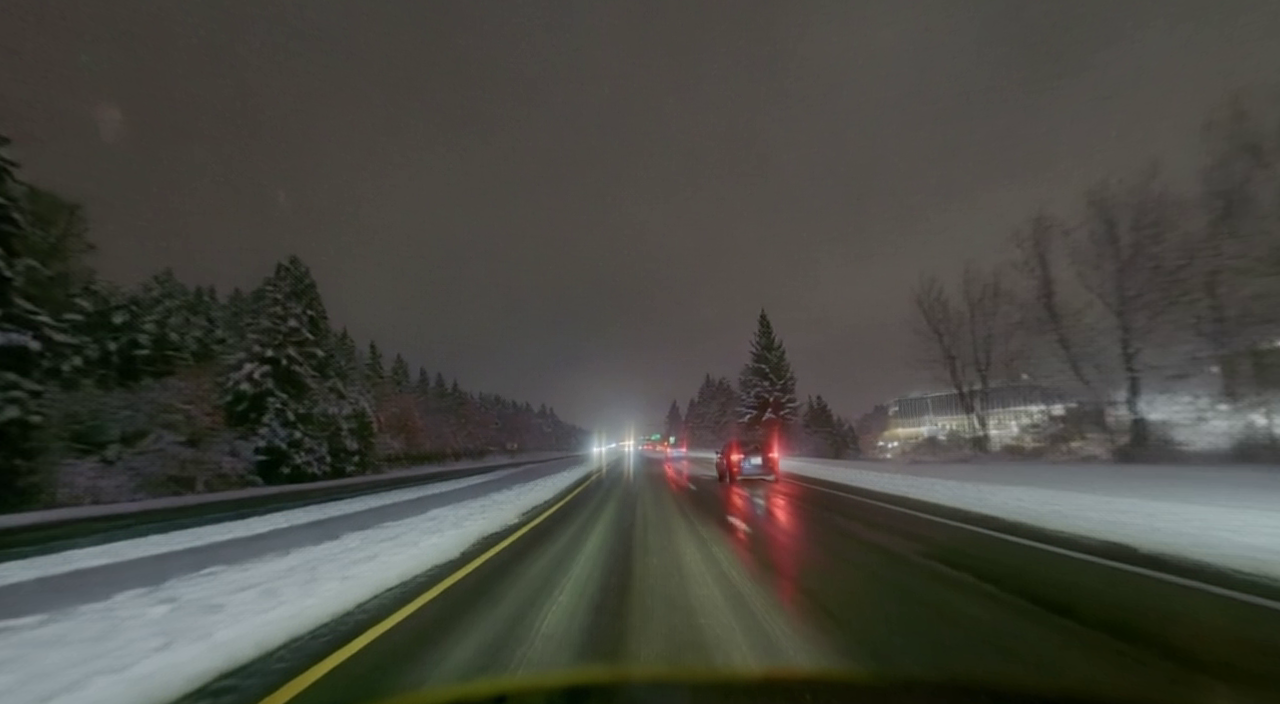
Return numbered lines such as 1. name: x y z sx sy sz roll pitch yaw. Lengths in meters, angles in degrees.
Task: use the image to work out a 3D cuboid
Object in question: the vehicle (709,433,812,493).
1. vehicle: 3.431 3.248 18.903 2.042 1.518 4.477 -1 -8 -2
